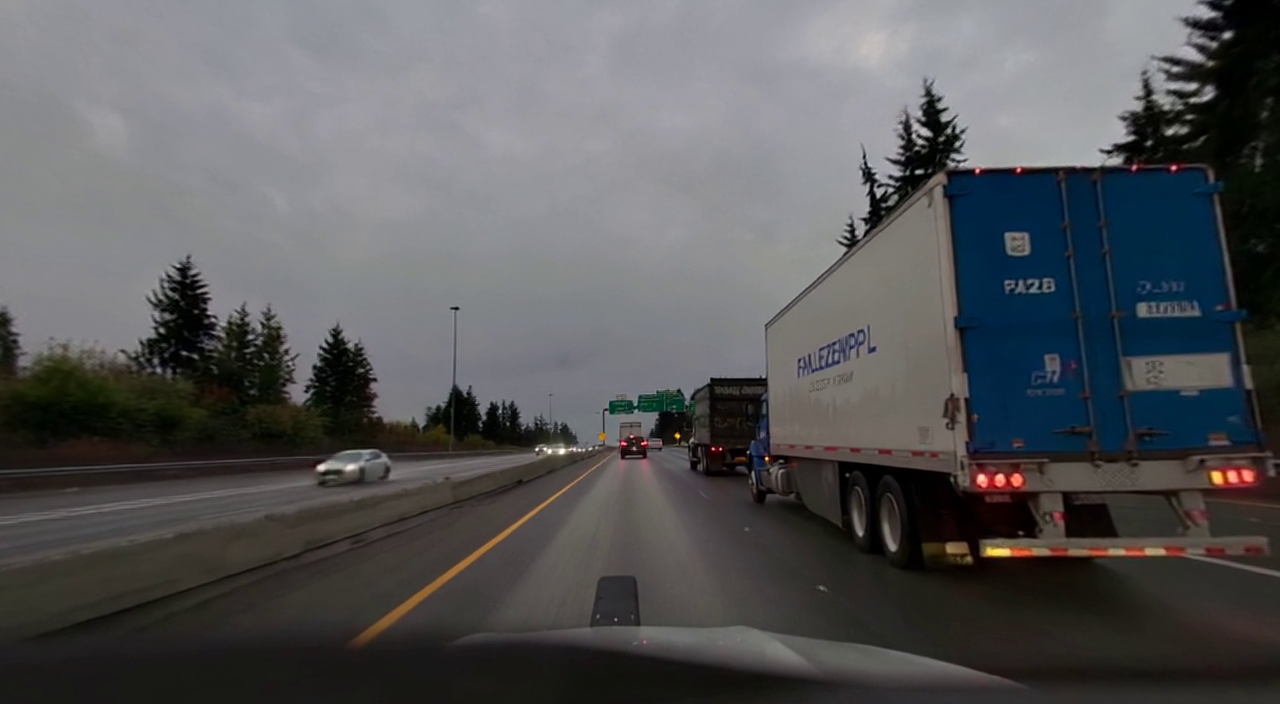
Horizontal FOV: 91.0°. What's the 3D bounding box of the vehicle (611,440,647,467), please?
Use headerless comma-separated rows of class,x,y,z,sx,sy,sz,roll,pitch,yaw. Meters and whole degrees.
vehicle,-0.652,5.853,36.462,1.943,1.491,3.459,0,-8,-1

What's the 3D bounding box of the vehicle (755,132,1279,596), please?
vehicle,4.250,0.627,10.025,2.853,4.086,9.078,0,-8,-1
